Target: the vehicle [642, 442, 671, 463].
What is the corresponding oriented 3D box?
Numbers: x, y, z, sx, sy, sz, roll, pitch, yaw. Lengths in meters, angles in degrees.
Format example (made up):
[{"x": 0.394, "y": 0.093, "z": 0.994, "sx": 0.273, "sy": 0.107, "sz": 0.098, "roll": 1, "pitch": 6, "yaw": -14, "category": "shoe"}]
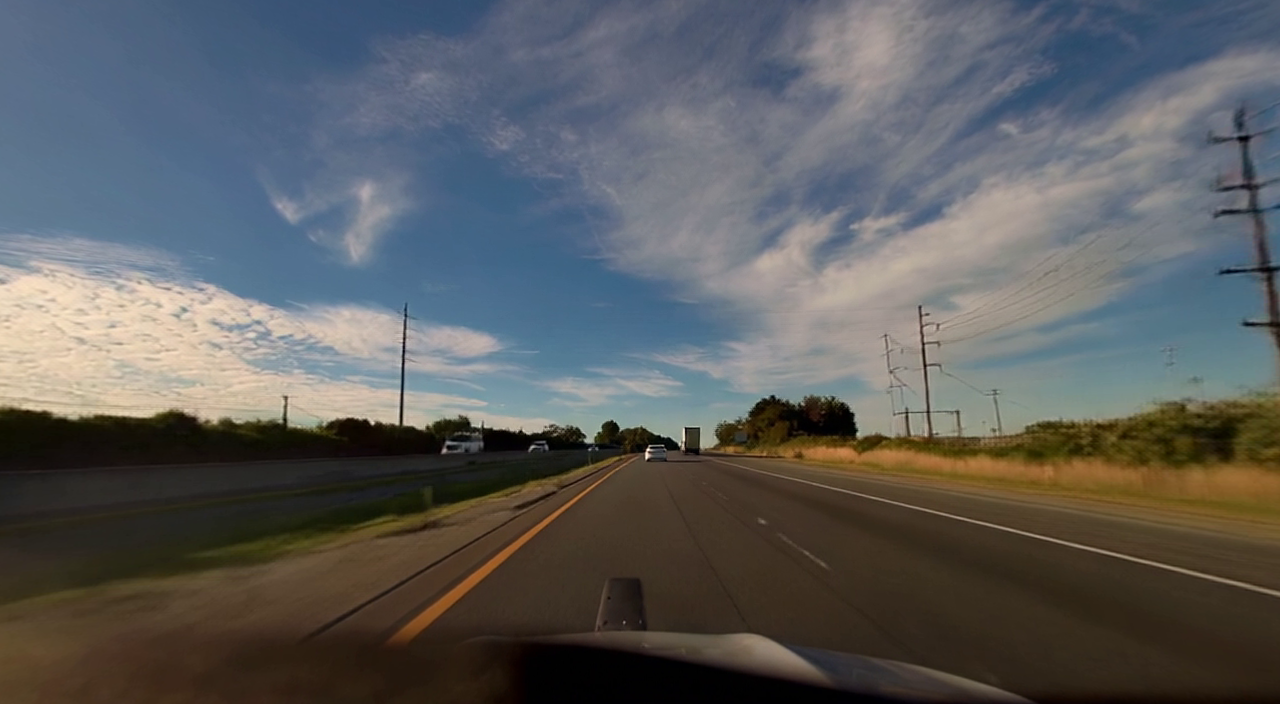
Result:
[{"x": 1.291, "y": 7.825, "z": 49.108, "sx": 2.192, "sy": 1.556, "sz": 4.132, "roll": -1, "pitch": -8, "yaw": 1, "category": "vehicle"}]
